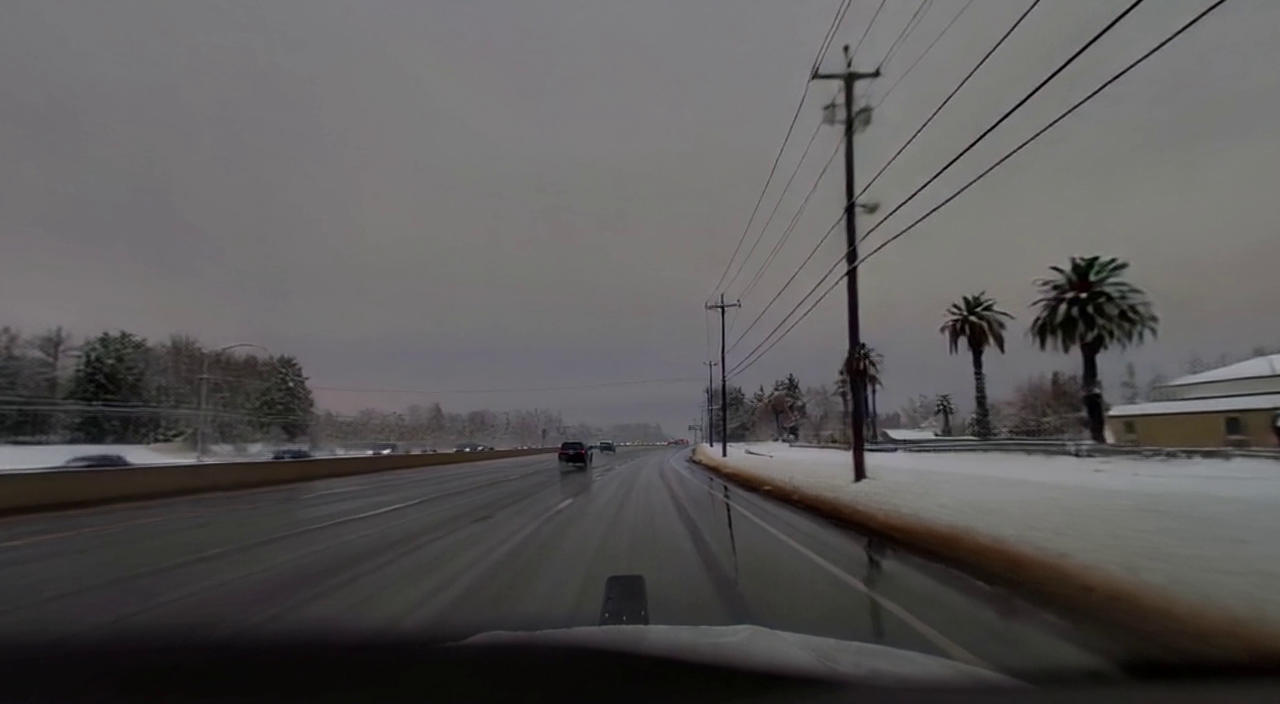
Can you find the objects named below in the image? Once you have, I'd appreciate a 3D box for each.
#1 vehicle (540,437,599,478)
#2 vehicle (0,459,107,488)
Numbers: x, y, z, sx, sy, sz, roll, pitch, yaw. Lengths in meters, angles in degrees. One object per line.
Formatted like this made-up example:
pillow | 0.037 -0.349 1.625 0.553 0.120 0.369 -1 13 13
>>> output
vehicle | -2.958 4.530 27.282 2.029 1.609 3.935 0 -8 1
vehicle | -31.522 6.484 33.807 1.866 1.322 4.650 0 -8 0
